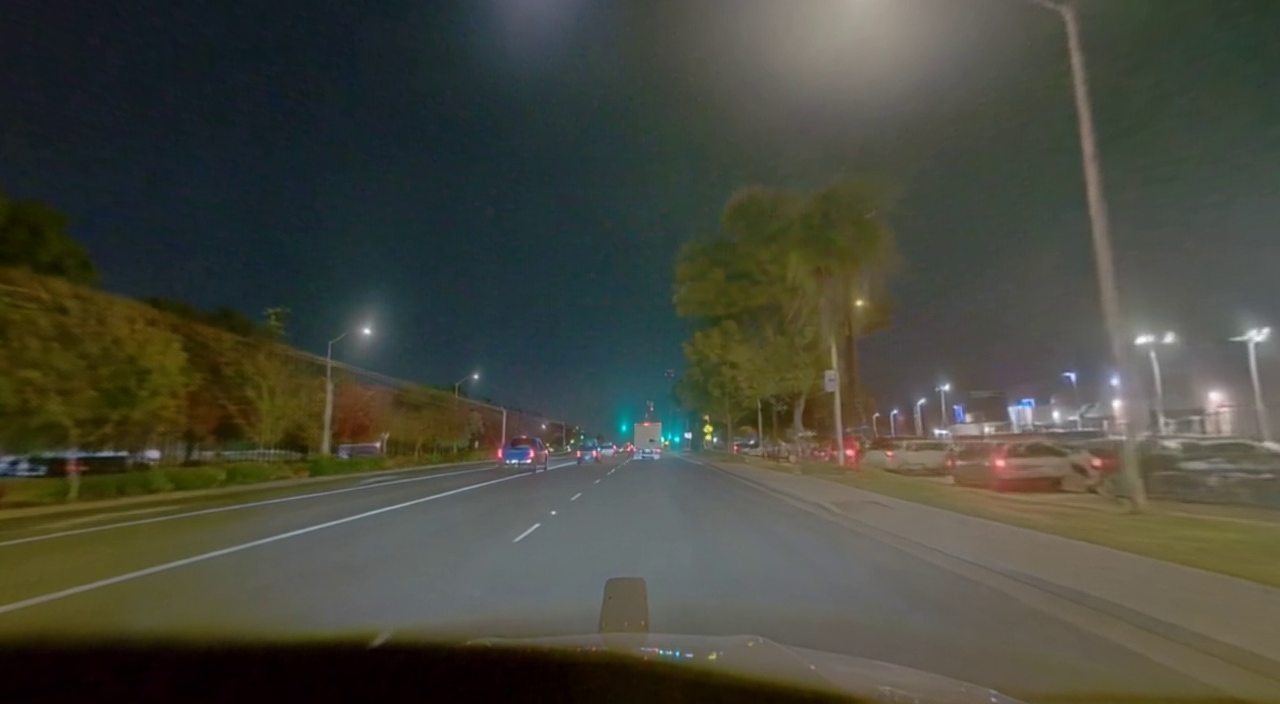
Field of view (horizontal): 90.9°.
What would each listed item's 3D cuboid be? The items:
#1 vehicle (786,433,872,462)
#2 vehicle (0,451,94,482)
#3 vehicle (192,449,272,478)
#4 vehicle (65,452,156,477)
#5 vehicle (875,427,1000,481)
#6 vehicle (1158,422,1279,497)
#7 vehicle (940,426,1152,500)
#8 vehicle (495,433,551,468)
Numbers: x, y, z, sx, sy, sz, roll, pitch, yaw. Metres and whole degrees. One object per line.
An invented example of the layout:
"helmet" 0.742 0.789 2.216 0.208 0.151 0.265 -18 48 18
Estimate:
"vehicle" 11.528 5.843 38.694 4.655 1.688 1.876 0 -8 1
"vehicle" -33.460 6.318 34.849 4.462 1.613 2.046 0 -8 -1
"vehicle" -25.929 7.081 40.274 1.918 1.687 4.653 0 -8 1
"vehicle" -33.560 7.145 40.023 4.071 1.495 1.741 0 -8 -2
"vehicle" 9.526 3.316 20.631 1.956 1.551 4.439 0 -8 1
"vehicle" 14.857 2.492 14.789 1.956 1.591 4.080 0 -8 2
"vehicle" 9.491 2.632 15.360 2.097 1.497 4.685 0 -8 1
"vehicle" -6.783 5.753 37.034 2.149 1.893 5.187 0 -8 2
